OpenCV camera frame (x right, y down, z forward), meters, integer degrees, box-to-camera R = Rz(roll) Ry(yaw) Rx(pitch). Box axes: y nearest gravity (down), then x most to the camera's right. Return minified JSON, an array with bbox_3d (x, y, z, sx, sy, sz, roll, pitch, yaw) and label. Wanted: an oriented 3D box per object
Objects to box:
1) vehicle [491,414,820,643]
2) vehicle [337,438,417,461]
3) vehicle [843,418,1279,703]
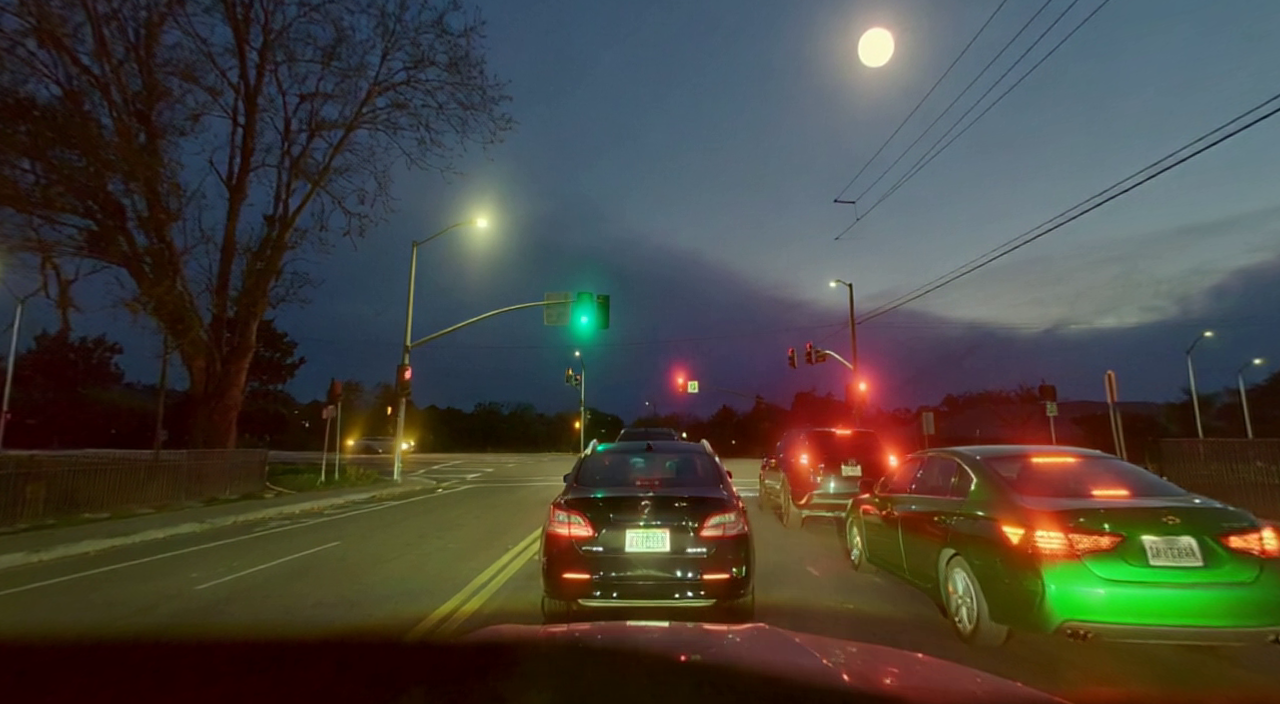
[{"bbox_3d":[0.064,1.488,6.423,2.170,1.497,4.369,0,-8,-1],"label":"vehicle"},{"bbox_3d":[-17.243,6.411,41.466,4.406,1.458,1.892,-1,-8,7],"label":"vehicle"},{"bbox_3d":[3.092,1.245,4.135,2.027,1.432,4.431,0,-8,0],"label":"vehicle"}]
